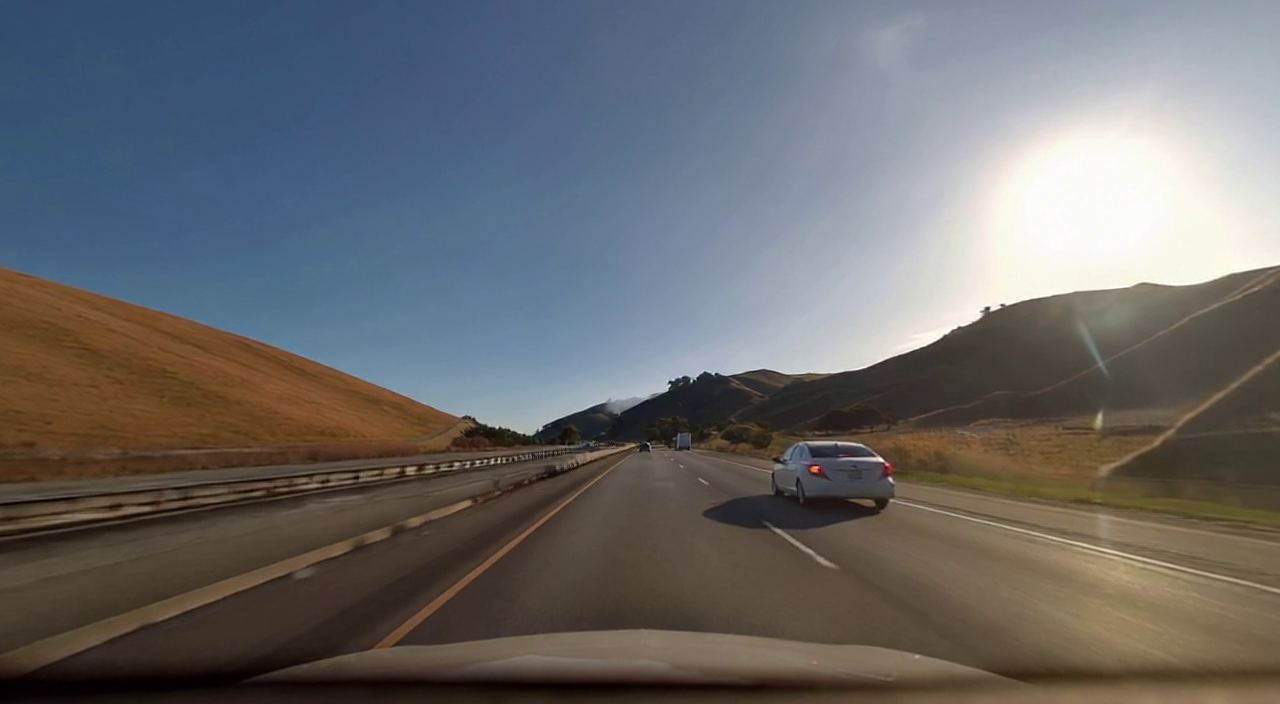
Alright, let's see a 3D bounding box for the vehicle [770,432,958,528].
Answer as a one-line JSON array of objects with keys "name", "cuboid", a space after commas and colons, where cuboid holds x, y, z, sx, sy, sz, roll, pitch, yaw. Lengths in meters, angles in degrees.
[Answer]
[{"name": "vehicle", "cuboid": [4.049, 2.385, 12.413, 1.960, 1.516, 4.657, 0, -8, 0]}]
